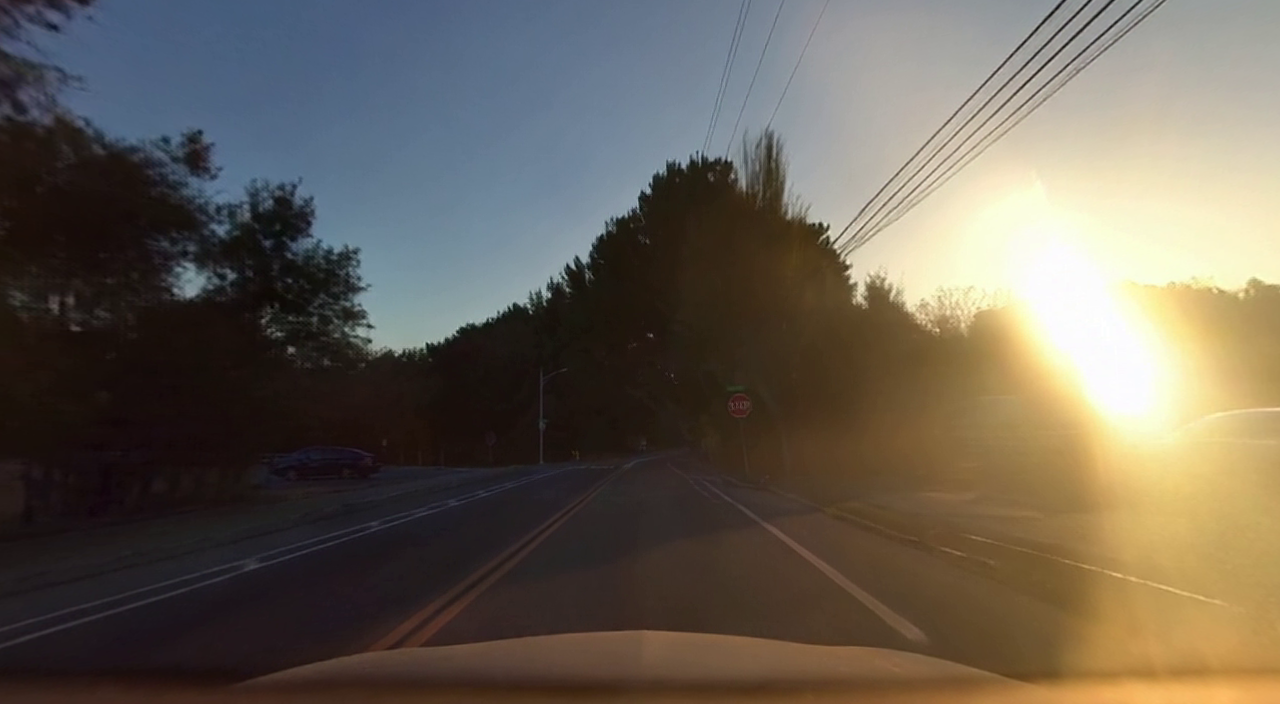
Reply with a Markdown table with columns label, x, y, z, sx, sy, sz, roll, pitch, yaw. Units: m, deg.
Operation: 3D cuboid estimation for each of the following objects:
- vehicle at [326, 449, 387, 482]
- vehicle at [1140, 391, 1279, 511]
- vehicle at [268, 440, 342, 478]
| label | x | y | z | sx | sy | sz | roll | pitch | yaw |
| --- | --- | --- | --- | --- | --- | --- | --- | --- | --- |
| vehicle | -14.546 | 5.808 | 32.536 | 1.739 | 1.539 | 3.548 | 0 | -8 | -5 |
| vehicle | 11.187 | 1.706 | 11.030 | 4.013 | 1.786 | 1.987 | 3 | -9 | -23 |
| vehicle | -17.729 | 5.714 | 33.594 | 1.849 | 1.831 | 3.980 | -1 | -10 | -2 |
